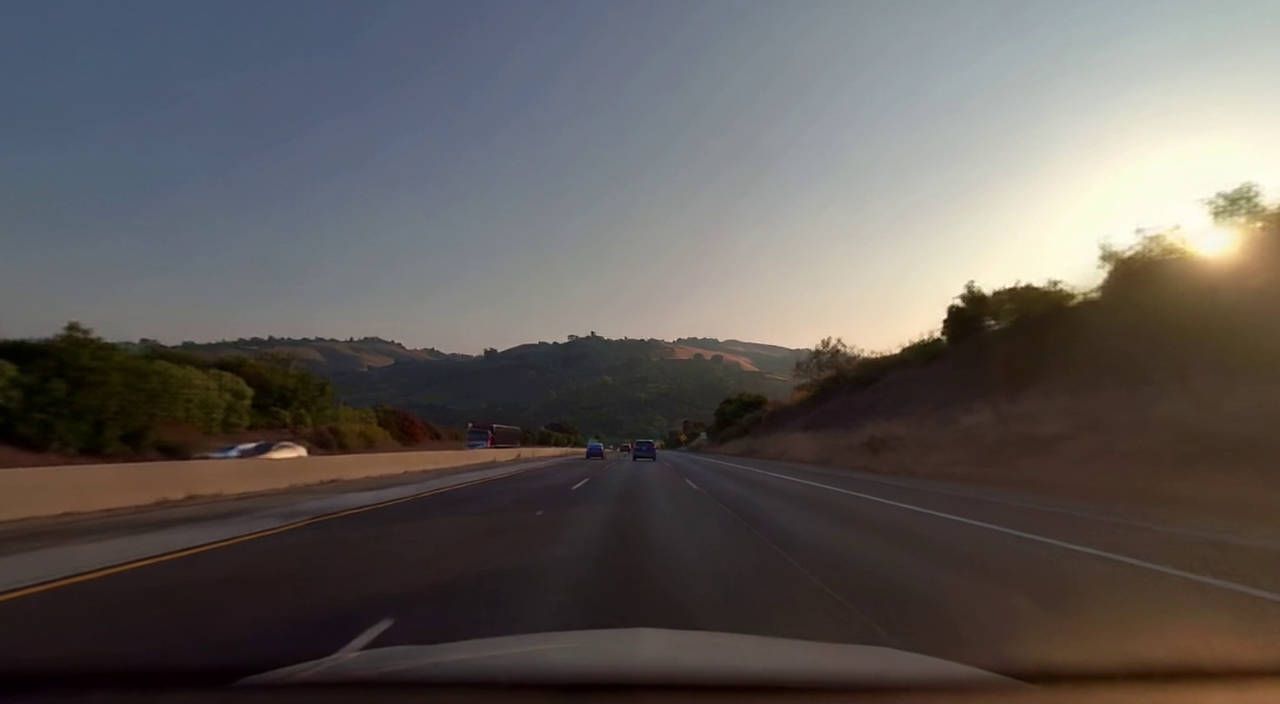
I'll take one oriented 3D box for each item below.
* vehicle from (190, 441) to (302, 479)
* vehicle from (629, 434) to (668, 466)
[{"bbox_3d":[-17.675,4.837,28.507,1.939,1.540,4.874,0,-8,0],"label":"vehicle"},{"bbox_3d":[0.503,6.122,39.361,2.272,1.836,4.866,0,-8,0],"label":"vehicle"}]
